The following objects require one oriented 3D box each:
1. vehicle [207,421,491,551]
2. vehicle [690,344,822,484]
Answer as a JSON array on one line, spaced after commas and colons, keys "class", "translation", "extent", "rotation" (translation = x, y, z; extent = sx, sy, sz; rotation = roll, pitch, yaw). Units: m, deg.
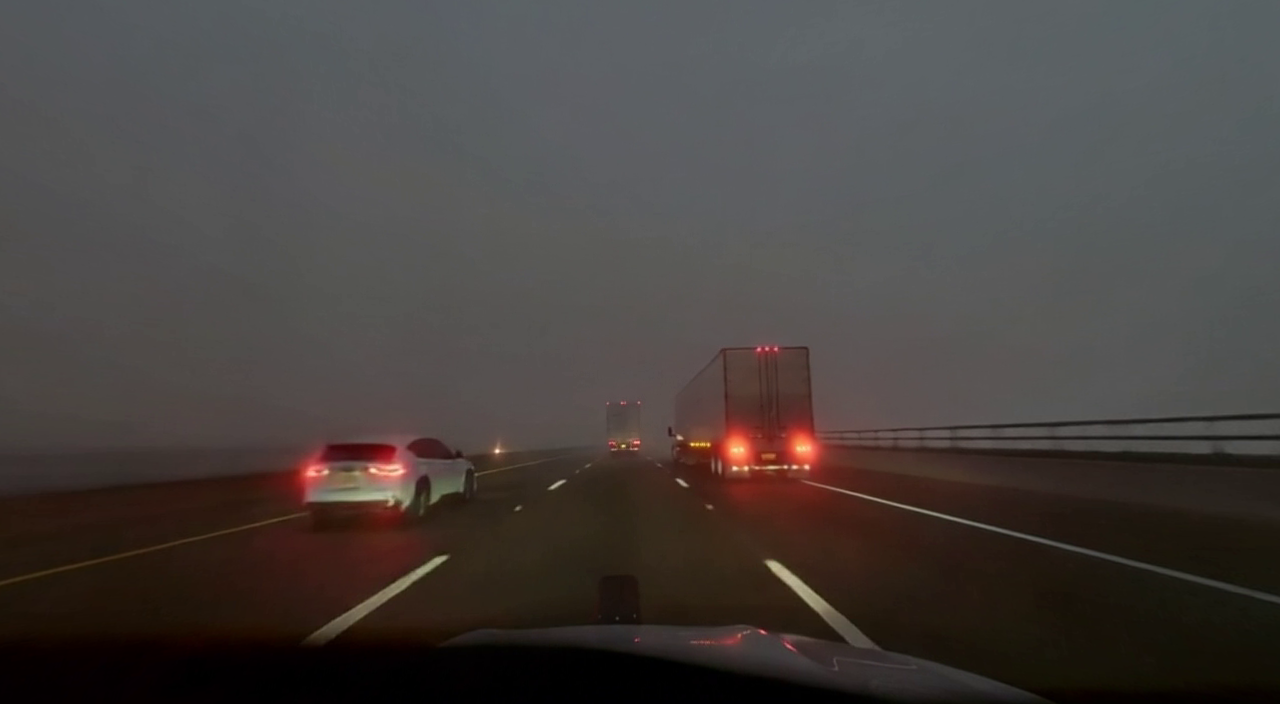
[{"class": "vehicle", "translation": [-4.127, 1.969, 10.231], "extent": [2.208, 1.542, 5.138], "rotation": [0, -8, -1]}, {"class": "vehicle", "translation": [3.648, 2.321, 22.227], "extent": [2.873, 3.998, 8.286], "rotation": [0, -8, -1]}]
